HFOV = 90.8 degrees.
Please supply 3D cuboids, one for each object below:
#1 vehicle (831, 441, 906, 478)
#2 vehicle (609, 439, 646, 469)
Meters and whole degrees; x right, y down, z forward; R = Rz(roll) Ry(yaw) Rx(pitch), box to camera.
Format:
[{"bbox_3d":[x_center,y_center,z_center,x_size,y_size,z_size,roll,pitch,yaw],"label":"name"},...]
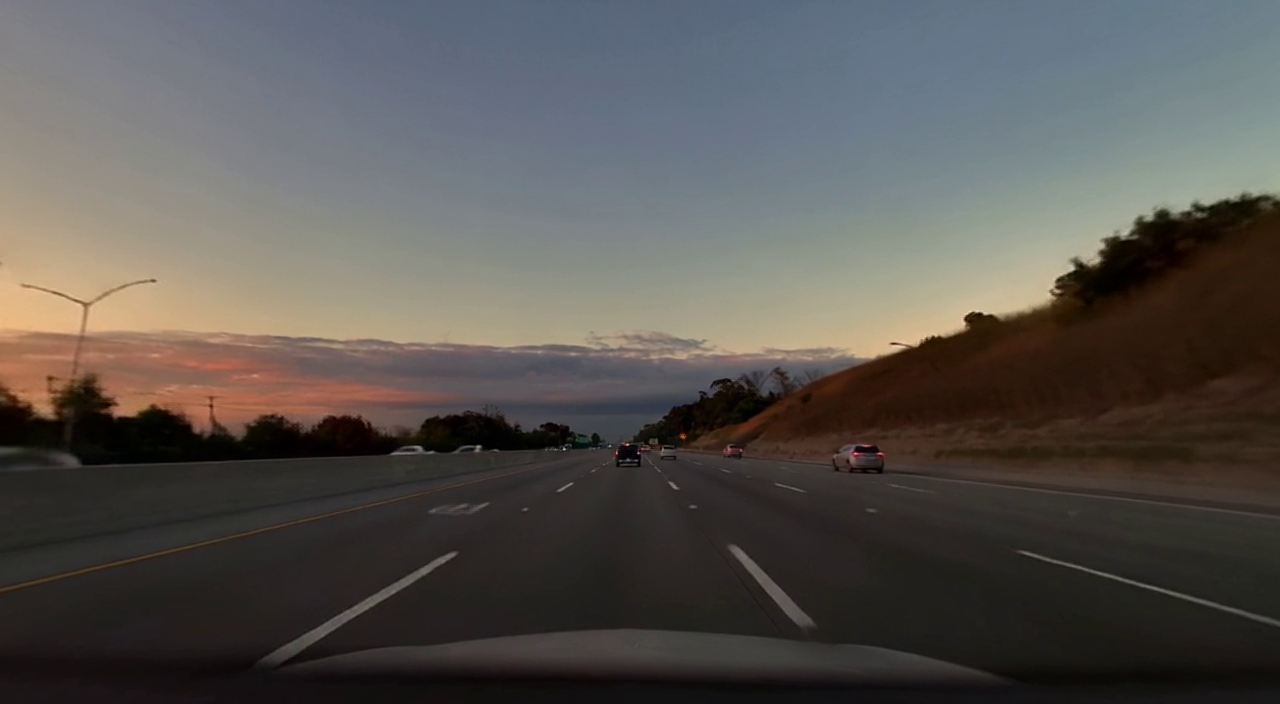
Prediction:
[{"bbox_3d":[11.113,5.226,31.097,1.912,1.673,4.438,0,-9,-1],"label":"vehicle"},{"bbox_3d":[-0.768,6.181,38.434,2.121,1.739,4.087,0,-9,-1],"label":"vehicle"}]
